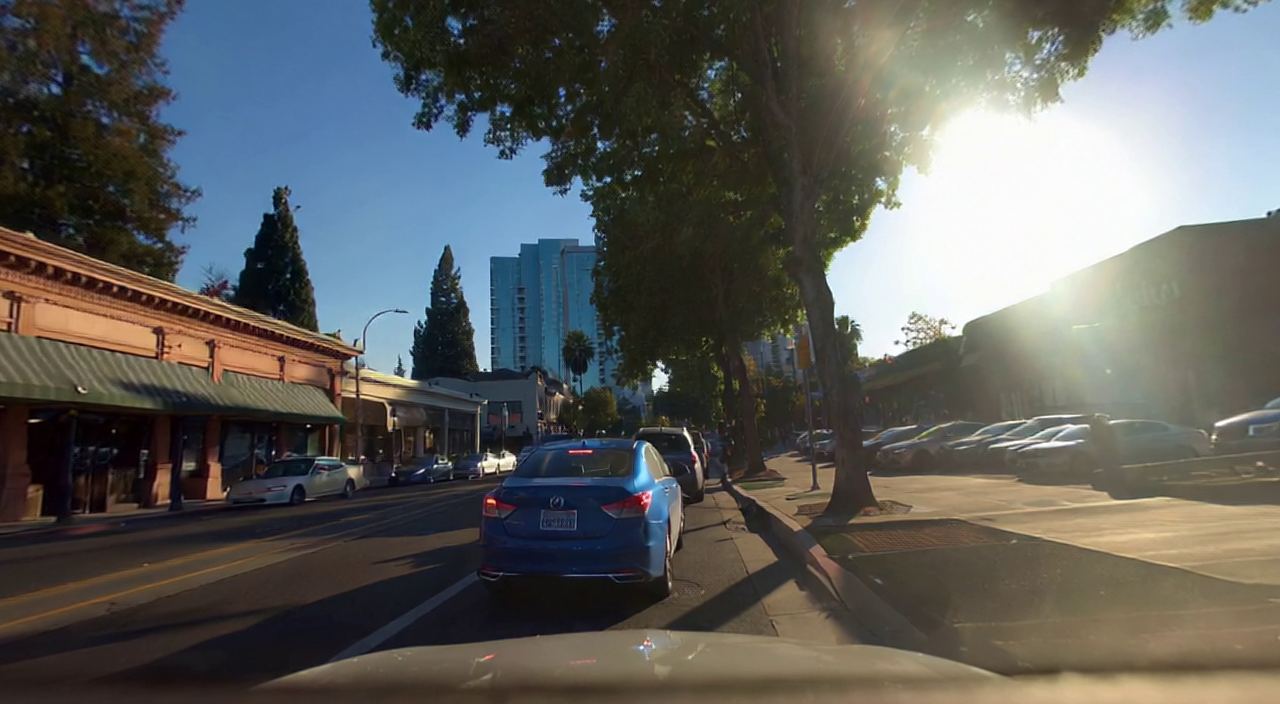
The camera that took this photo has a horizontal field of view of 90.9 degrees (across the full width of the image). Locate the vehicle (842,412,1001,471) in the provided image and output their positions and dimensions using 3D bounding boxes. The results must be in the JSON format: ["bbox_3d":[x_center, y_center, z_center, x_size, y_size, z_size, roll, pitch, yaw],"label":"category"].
[{"bbox_3d":[9.010,2.828,20.220,4.558,1.528,1.915,0,-8,-23],"label":"vehicle"}]

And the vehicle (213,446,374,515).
[{"bbox_3d":[-11.006,4.067,20.589,2.081,1.718,5.342,-6,-9,3],"label":"vehicle"}]

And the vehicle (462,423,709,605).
[{"bbox_3d":[-0.273,1.635,7.295,1.939,1.478,3.922,-2,-8,9],"label":"vehicle"}]

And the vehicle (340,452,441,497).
[{"bbox_3d":[-10.256,5.030,26.280,1.826,1.432,4.556,-7,-9,8],"label":"vehicle"}]
